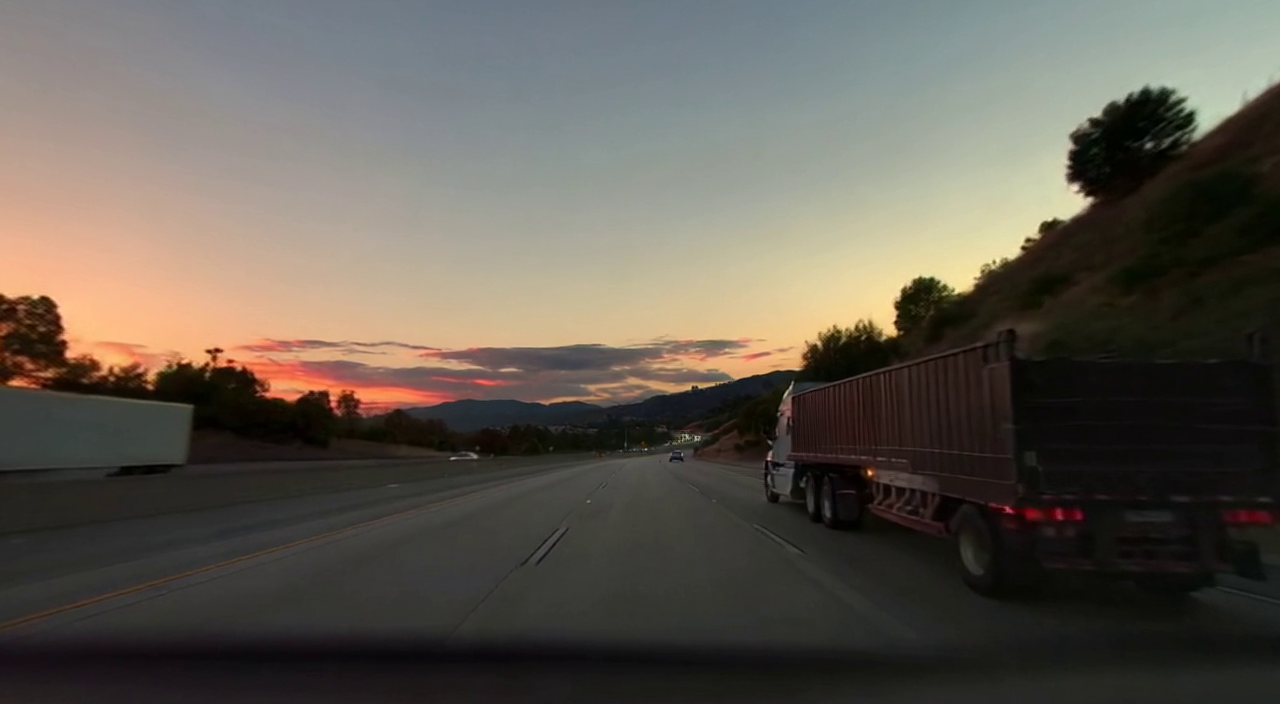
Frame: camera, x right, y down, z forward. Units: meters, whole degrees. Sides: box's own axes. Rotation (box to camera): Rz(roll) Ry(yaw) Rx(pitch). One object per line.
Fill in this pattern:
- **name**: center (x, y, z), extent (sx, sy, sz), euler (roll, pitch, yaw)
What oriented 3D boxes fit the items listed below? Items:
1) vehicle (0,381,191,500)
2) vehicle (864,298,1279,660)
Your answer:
- **vehicle**: center (-23.552, 3.364, 23.572), extent (3.117, 4.032, 13.956), euler (0, -9, 0)
- **vehicle**: center (4.263, 1.151, 6.470), extent (2.215, 2.461, 4.234), euler (0, -9, -1)
